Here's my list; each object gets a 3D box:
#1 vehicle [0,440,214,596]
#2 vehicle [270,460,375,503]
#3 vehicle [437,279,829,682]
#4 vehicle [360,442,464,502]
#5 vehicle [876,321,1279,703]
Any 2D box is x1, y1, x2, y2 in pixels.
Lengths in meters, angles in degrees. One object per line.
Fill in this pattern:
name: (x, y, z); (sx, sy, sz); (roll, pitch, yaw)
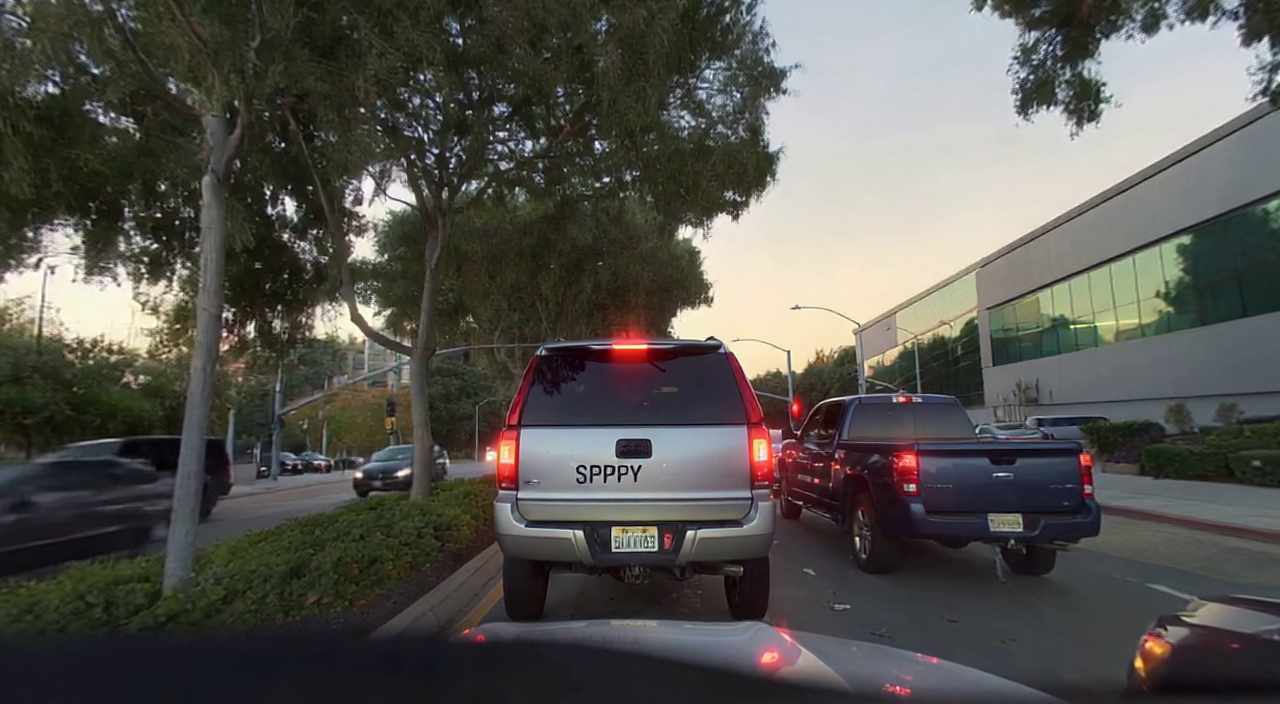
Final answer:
vehicle: (-8.876, 2.231, 9.093); (2.128, 1.868, 4.863); (0, -8, -2)
vehicle: (-15.734, 6.428, 31.706); (2.214, 1.815, 5.613); (0, -8, 2)
vehicle: (0.013, 1.039, 5.975); (2.267, 2.372, 4.366); (0, -8, 2)
vehicle: (-8.975, 4.709, 25.362); (2.126, 2.027, 5.018); (-3, -9, 2)
vehicle: (3.078, 0.989, 3.465); (2.022, 1.700, 4.410); (0, -8, 3)
